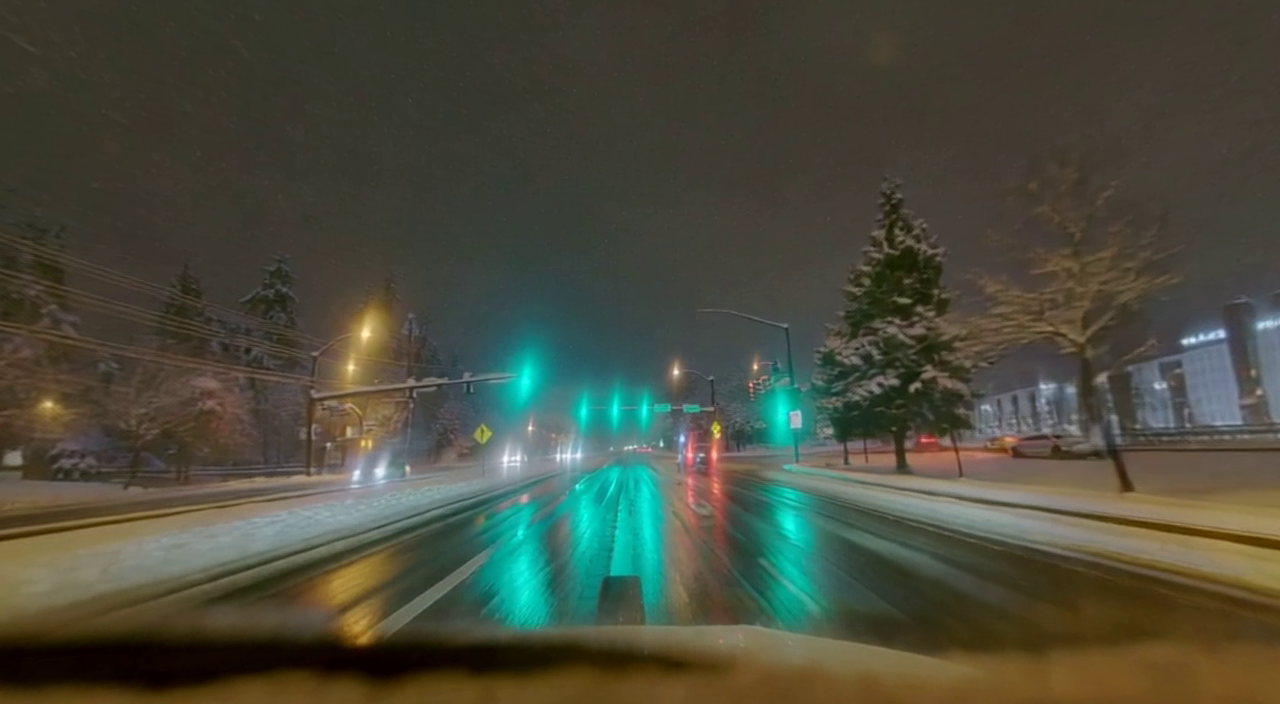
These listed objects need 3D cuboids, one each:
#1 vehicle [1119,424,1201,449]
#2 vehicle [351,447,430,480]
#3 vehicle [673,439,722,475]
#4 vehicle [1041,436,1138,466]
[{"bbox_3d":[35.045,5.771,42.729,1.909,1.576,4.216,1,-9,0],"label":"vehicle"},{"bbox_3d":[-12.194,5.474,31.263,2.005,1.493,4.682,0,-9,0],"label":"vehicle"},{"bbox_3d":[3.007,5.604,33.944,2.069,1.761,4.610,0,-9,-2],"label":"vehicle"},{"bbox_3d":[22.538,4.973,31.774,3.536,1.412,1.727,0,-9,-1],"label":"vehicle"}]
